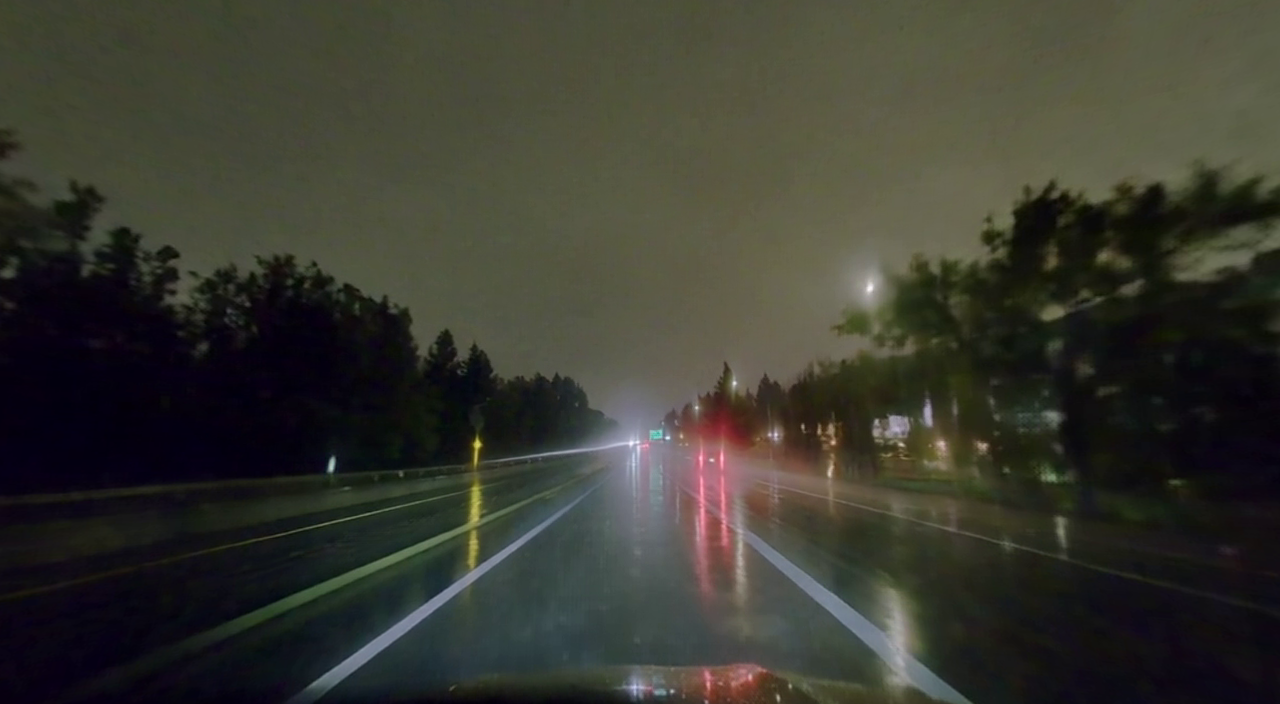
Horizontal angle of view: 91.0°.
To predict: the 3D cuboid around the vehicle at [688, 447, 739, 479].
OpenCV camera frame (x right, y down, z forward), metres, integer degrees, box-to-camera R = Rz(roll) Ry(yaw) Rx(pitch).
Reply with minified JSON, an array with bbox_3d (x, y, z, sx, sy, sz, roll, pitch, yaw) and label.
[{"bbox_3d":[3.786,5.797,33.194,2.115,1.522,4.330,0,-9,0],"label":"vehicle"}]
